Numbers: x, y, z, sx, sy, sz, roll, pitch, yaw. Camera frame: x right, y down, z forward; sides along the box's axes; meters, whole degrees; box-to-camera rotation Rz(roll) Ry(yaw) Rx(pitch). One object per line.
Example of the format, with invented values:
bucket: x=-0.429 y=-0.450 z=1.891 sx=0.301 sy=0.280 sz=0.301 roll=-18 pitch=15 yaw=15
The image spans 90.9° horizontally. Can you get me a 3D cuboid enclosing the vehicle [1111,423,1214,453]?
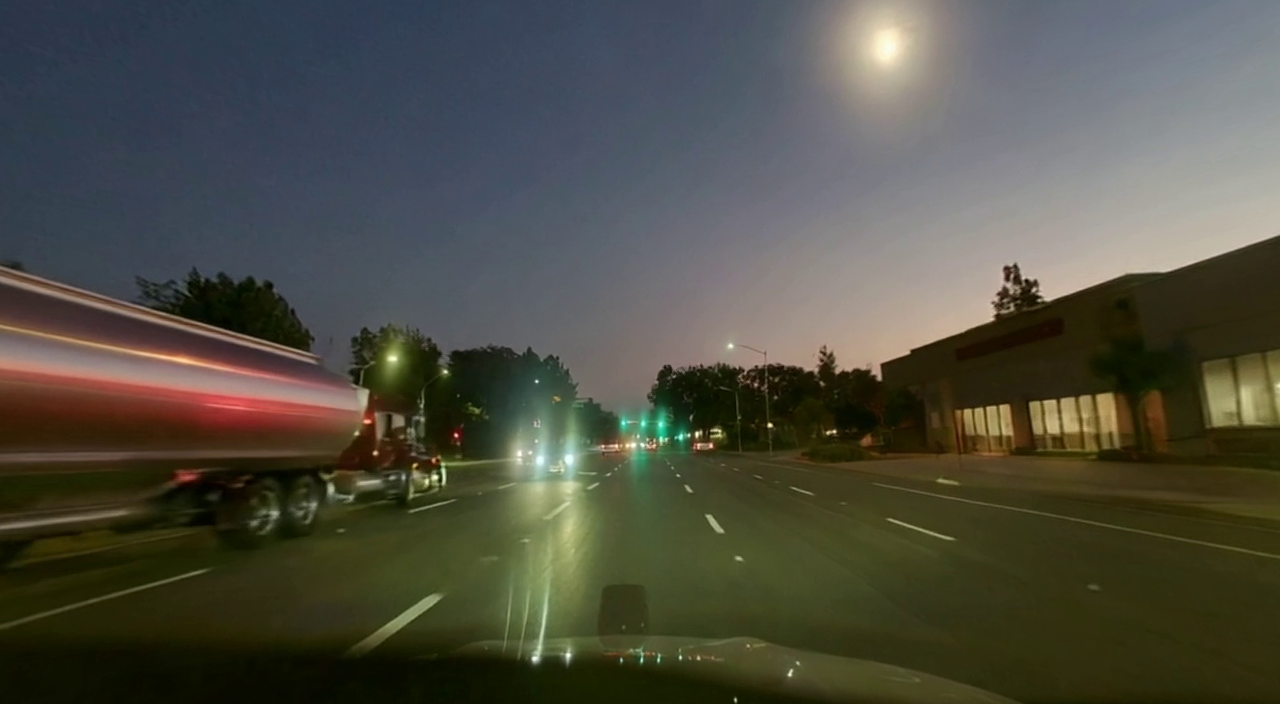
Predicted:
vehicle: x=27.012 y=4.504 z=32.801 sx=1.796 sy=1.453 sz=4.296 roll=0 pitch=-8 yaw=3

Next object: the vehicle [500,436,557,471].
vehicle: x=-5.959 y=5.484 z=34.300 sx=2.179 sy=1.750 sz=4.621 roll=0 pitch=-8 yaw=2

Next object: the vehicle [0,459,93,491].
vehicle: x=-35.676 y=7.275 z=37.398 sx=4.485 sy=1.772 sz=2.149 roll=-1 pitch=-8 yaw=3
